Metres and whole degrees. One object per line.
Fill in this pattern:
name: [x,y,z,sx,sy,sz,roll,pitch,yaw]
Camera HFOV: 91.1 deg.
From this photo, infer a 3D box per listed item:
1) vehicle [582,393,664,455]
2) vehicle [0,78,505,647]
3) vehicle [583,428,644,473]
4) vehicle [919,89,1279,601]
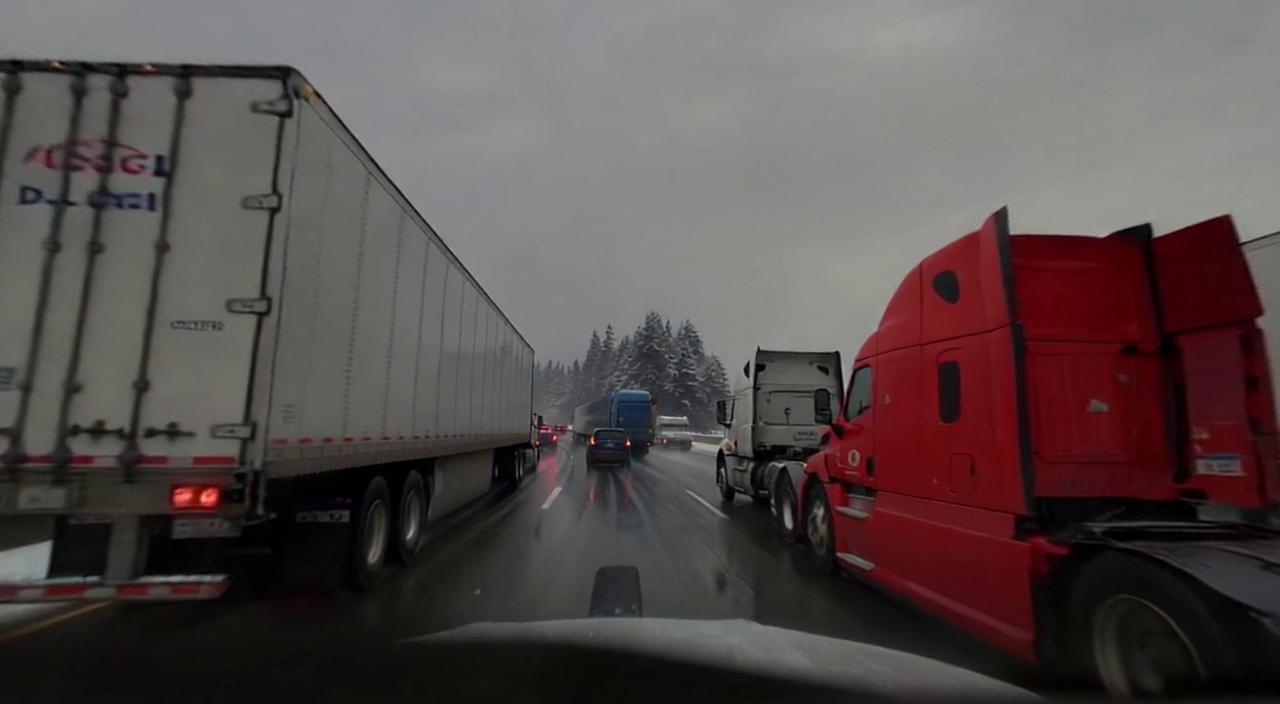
vehicle: [-1.732,5.707,48.821,2.899,4.112,13.912,2,-8,-16]
vehicle: [-3.965,0.545,8.540,2.822,3.788,8.799,0,-8,-4]
vehicle: [-1.106,3.736,24.112,2.060,1.540,4.374,1,-8,-6]
vehicle: [7.807,-0.435,2.448,2.820,4.084,13.786,3,-8,-24]
